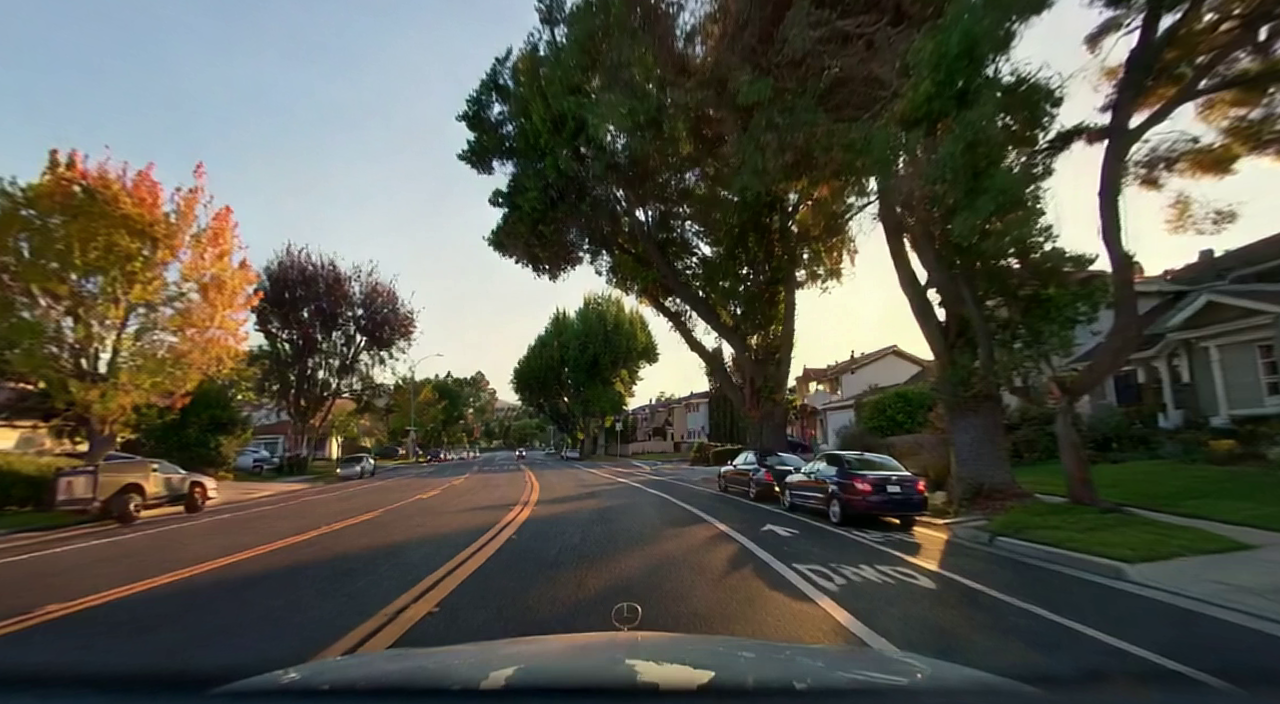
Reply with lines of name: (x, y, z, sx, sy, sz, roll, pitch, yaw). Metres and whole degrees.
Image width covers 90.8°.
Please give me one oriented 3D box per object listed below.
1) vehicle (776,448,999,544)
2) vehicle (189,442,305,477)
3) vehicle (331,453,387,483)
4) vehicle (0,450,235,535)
vehicle: (4.319, 2.568, 12.102, 1.872, 1.423, 4.874, 1, -9, -6)
vehicle: (-24.121, 6.629, 38.984, 5.560, 1.892, 2.099, 0, -10, -8)
vehicle: (-15.784, 6.526, 35.715, 1.870, 1.451, 4.140, 0, -8, -10)
vehicle: (-12.266, 3.248, 15.394, 2.180, 1.472, 4.933, -4, -8, -9)
